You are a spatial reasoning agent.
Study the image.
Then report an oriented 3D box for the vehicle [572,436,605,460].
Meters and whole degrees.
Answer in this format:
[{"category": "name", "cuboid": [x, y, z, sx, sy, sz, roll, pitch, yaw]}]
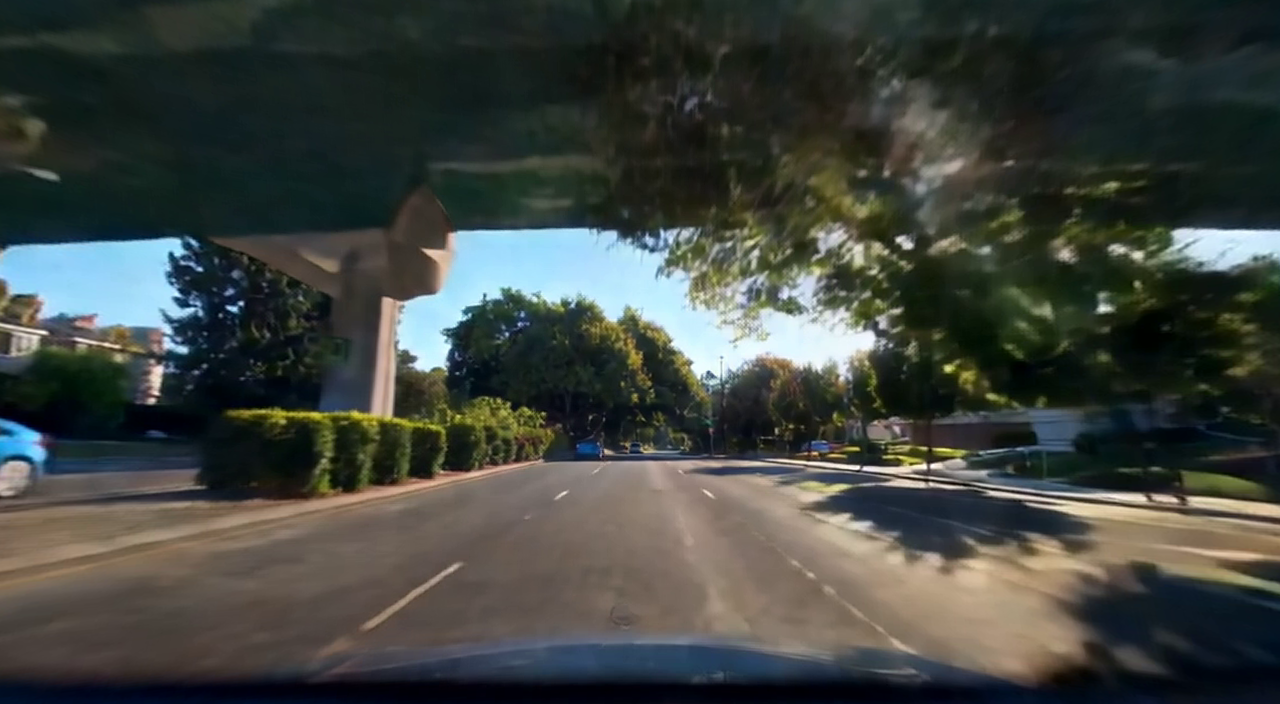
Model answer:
[{"category": "vehicle", "cuboid": [-3.777, 7.151, 46.981, 2.042, 1.686, 4.372, 0, -9, 1]}]
